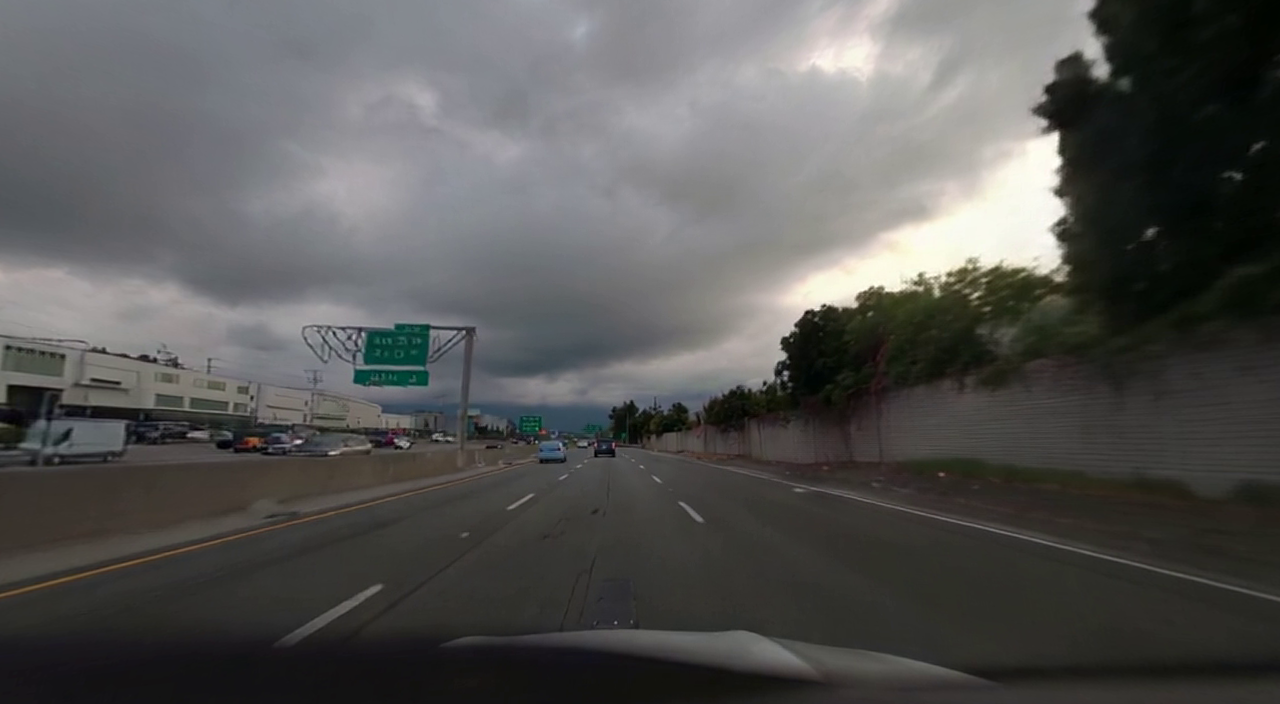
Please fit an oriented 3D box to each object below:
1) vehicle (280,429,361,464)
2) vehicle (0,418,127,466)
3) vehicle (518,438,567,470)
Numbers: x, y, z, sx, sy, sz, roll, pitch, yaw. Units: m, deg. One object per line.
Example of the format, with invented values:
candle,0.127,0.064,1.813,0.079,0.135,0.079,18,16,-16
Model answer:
vehicle,-16.702,4.958,33.228,1.968,1.690,4.642,0,-8,-2
vehicle,-30.046,4.684,32.936,2.173,2.174,5.446,4,-8,-7
vehicle,-5.044,5.331,33.050,2.045,1.547,4.162,0,-8,-2
